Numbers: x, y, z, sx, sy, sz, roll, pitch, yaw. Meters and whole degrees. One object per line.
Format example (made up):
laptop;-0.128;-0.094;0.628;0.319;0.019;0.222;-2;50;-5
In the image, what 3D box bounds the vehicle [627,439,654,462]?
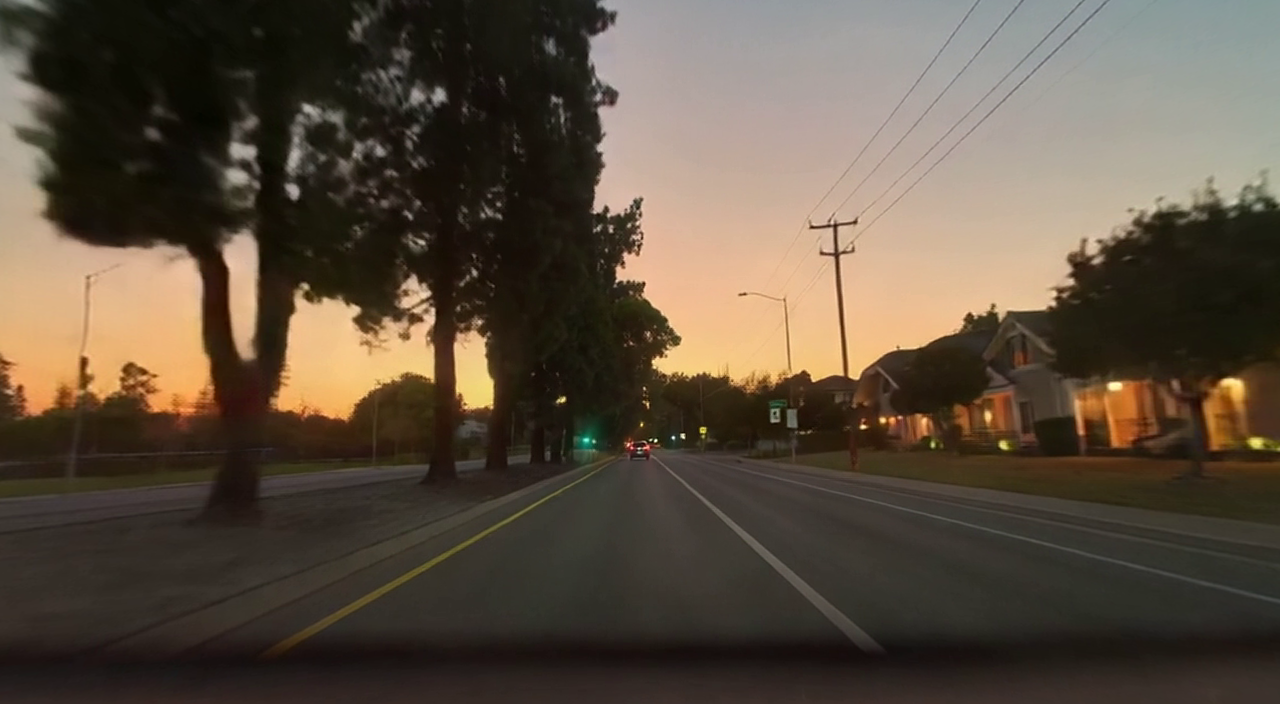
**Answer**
vehicle;0.036;7.762;49.905;2.016;1.665;3.932;0;-8;0
